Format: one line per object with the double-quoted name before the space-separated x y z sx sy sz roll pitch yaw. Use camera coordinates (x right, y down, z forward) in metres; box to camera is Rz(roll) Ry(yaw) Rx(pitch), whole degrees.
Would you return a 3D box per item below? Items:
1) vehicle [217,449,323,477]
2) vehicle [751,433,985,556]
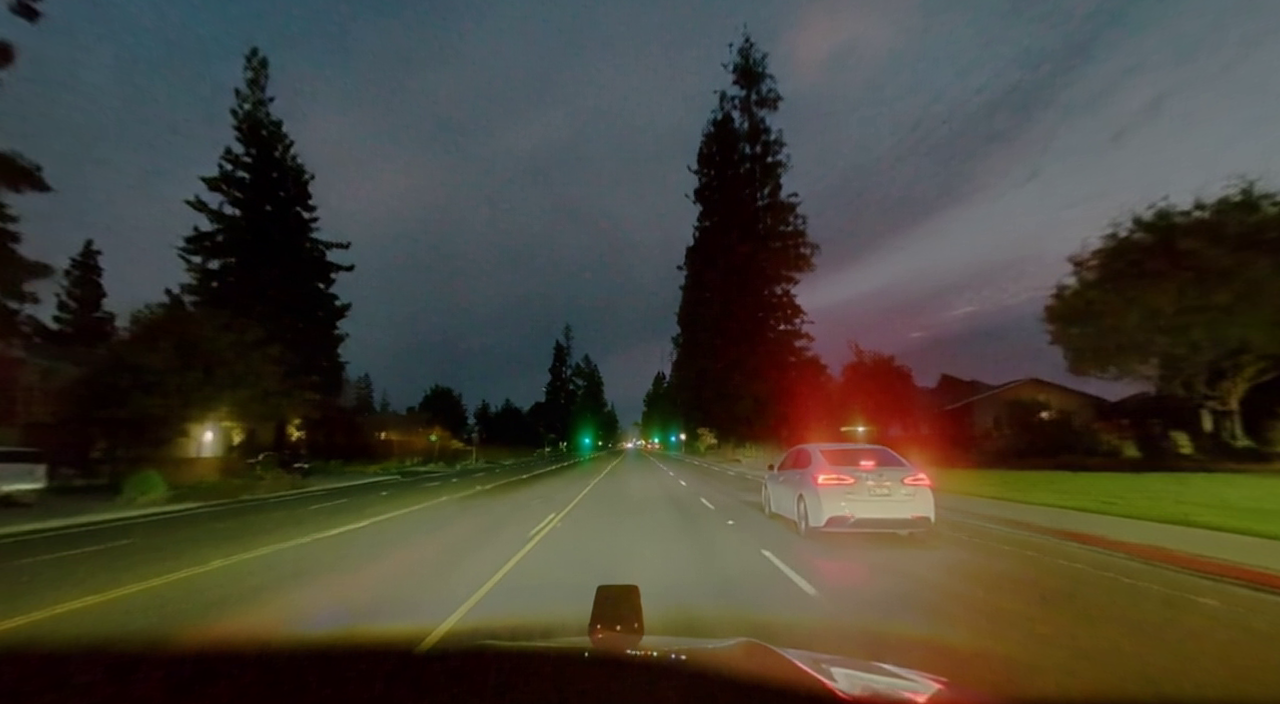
"vehicle" -20.566 6.160 35.254 4.689 1.466 1.969 0 -9 0
"vehicle" 3.182 2.079 9.939 2.057 1.493 4.225 0 -9 -1
